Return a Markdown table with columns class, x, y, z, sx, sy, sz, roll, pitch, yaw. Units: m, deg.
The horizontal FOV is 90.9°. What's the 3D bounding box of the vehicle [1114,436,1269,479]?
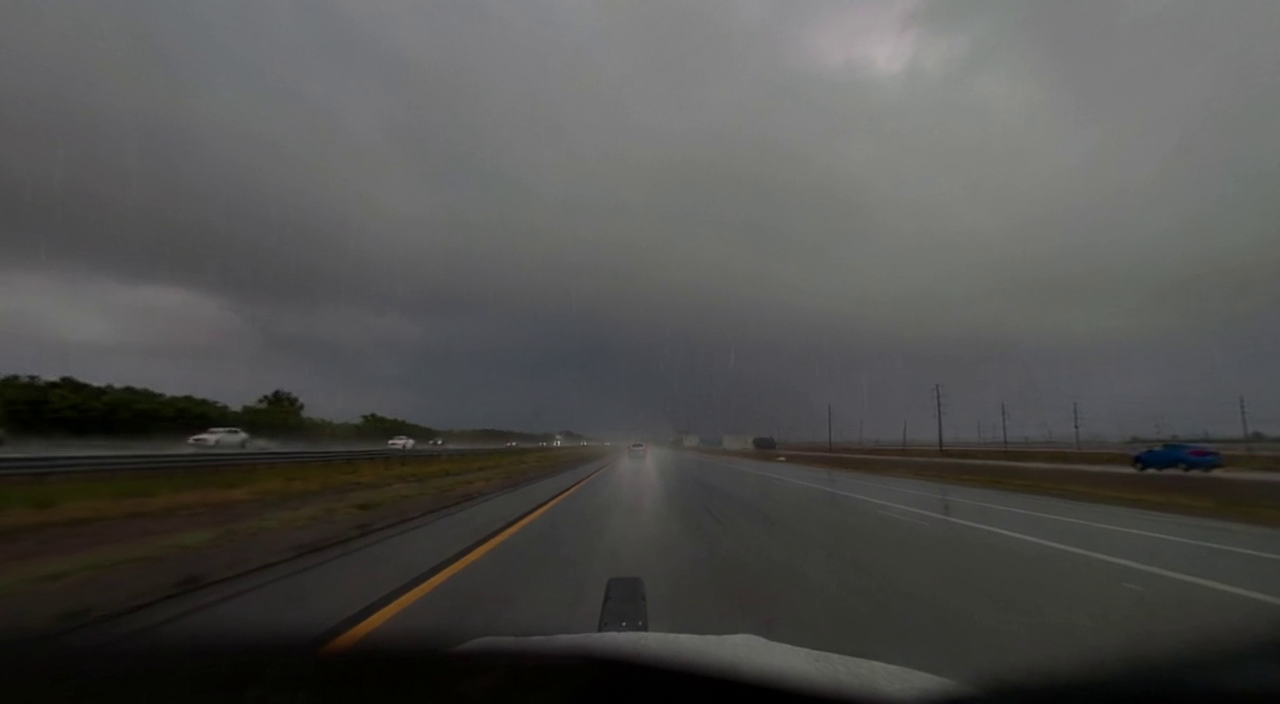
| class | x | y | z | sx | sy | sz | roll | pitch | yaw |
| --- | --- | --- | --- | --- | --- | --- | --- | --- | --- |
| vehicle | 36.856 | 7.108 | 42.752 | 2.760 | 2.529 | 8.485 | -1 | -9 | -1 |
